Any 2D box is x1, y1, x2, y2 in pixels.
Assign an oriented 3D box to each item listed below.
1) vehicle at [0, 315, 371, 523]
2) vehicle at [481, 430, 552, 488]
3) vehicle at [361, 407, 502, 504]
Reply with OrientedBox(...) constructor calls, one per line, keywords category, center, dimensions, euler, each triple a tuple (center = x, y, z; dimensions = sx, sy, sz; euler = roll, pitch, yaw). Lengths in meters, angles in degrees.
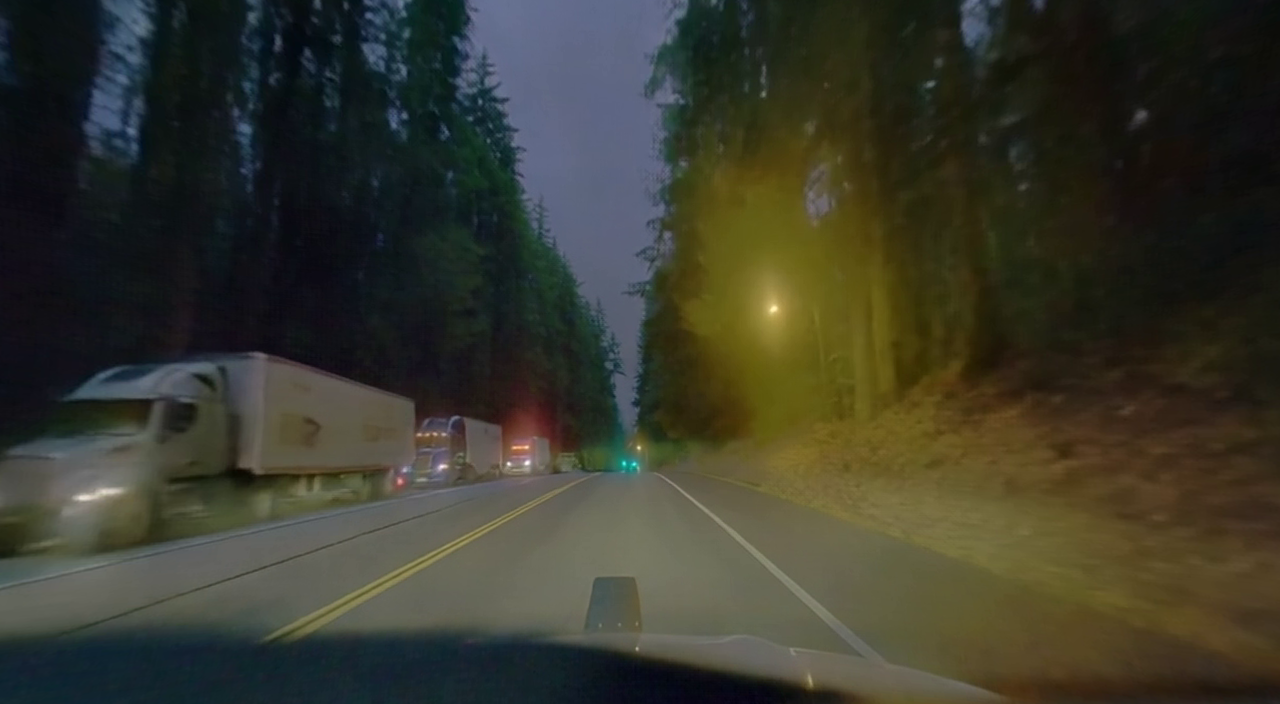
OrientedBox(category="vehicle", center=(-10.831, 2.072, 14.577), dimensions=(5.596, 3.130, 8.972), euler=(-4, -13, -2))
OrientedBox(category="vehicle", center=(-8.489, 7.358, 44.935), dimensions=(2.905, 3.359, 10.168), euler=(0, -6, 1))
OrientedBox(category="vehicle", center=(-8.369, 4.192, 27.057), dimensions=(2.788, 3.365, 9.652), euler=(0, -6, 0))
